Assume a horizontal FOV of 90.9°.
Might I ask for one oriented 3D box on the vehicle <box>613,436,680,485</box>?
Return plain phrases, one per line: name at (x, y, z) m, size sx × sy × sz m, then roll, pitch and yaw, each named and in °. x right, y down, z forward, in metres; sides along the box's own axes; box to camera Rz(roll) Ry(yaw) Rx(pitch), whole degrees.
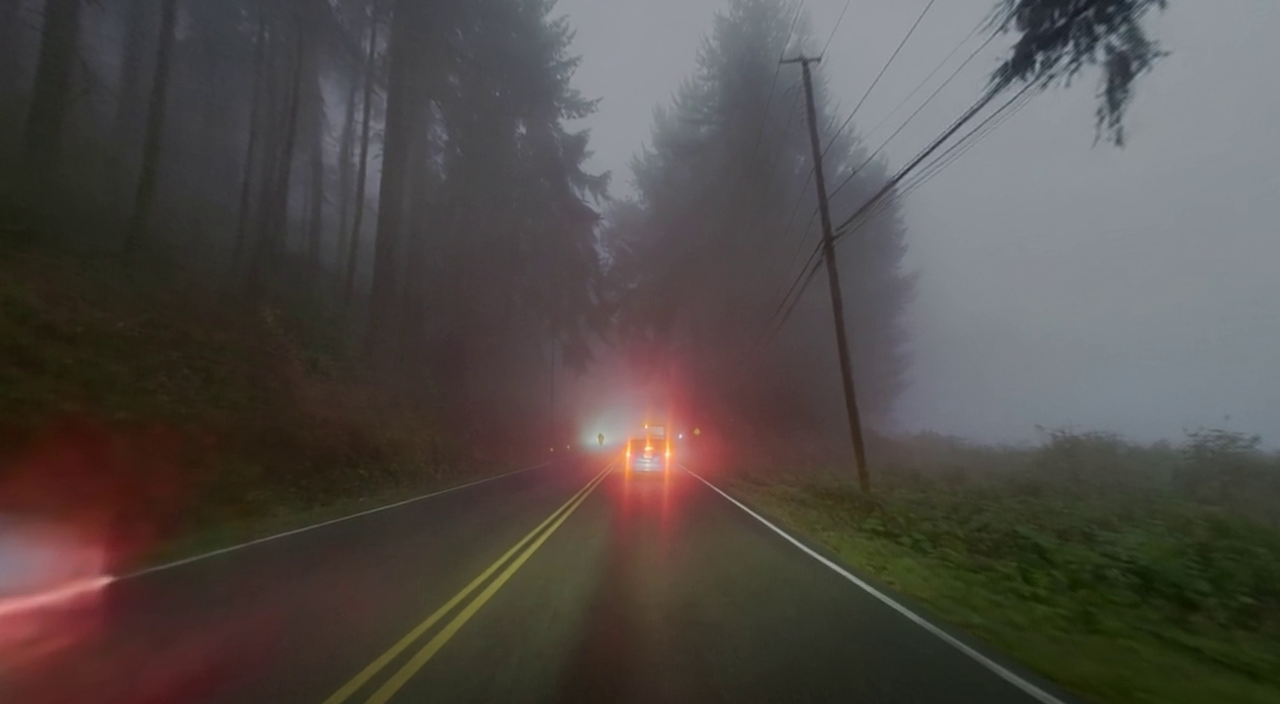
vehicle at (0.189, 3.672, 21.627) m, size 2.081 × 1.503 × 3.726 m, roll 0°, pitch -8°, yaw -1°
